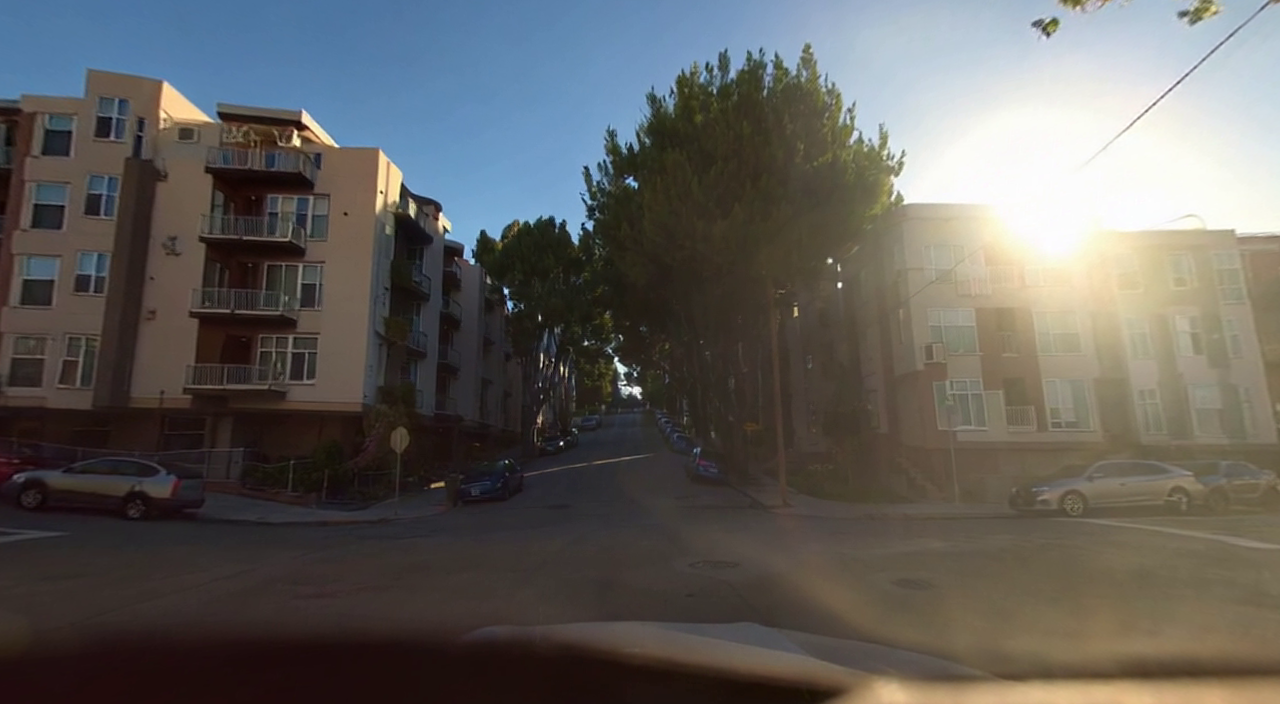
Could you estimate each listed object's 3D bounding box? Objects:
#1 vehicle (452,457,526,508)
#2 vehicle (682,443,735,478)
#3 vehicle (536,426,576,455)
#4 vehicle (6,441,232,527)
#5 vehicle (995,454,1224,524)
[{"bbox_3d":[-5.850,5.066,24.965,1.987,1.662,4.141,-2,-8,-1],"label":"vehicle"},{"bbox_3d":[3.426,5.551,32.615,2.051,1.526,4.673,0,-7,-2],"label":"vehicle"},{"bbox_3d":[-6.157,6.482,46.691,2.101,1.732,4.119,-3,-4,3],"label":"vehicle"},{"bbox_3d":[-13.953,3.581,17.131,4.243,1.676,1.844,7,-13,1],"label":"vehicle"},{"bbox_3d":[12.523,3.652,17.098,4.596,1.690,1.972,0,-8,-1],"label":"vehicle"}]
